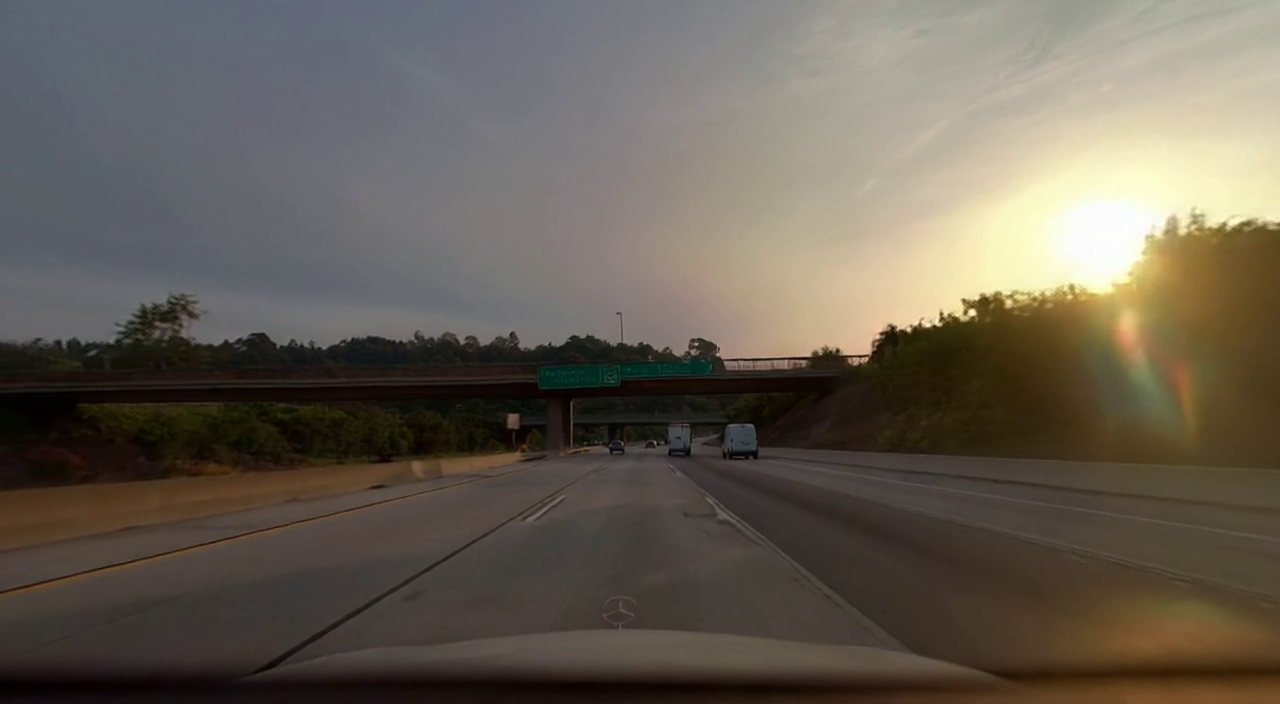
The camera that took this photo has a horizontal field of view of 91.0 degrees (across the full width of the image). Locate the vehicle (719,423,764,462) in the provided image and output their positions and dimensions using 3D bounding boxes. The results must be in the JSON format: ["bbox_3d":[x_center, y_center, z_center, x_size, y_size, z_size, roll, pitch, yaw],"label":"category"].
[{"bbox_3d":[7.705,6.971,48.370,2.379,2.819,6.294,0,-8,0],"label":"vehicle"}]
